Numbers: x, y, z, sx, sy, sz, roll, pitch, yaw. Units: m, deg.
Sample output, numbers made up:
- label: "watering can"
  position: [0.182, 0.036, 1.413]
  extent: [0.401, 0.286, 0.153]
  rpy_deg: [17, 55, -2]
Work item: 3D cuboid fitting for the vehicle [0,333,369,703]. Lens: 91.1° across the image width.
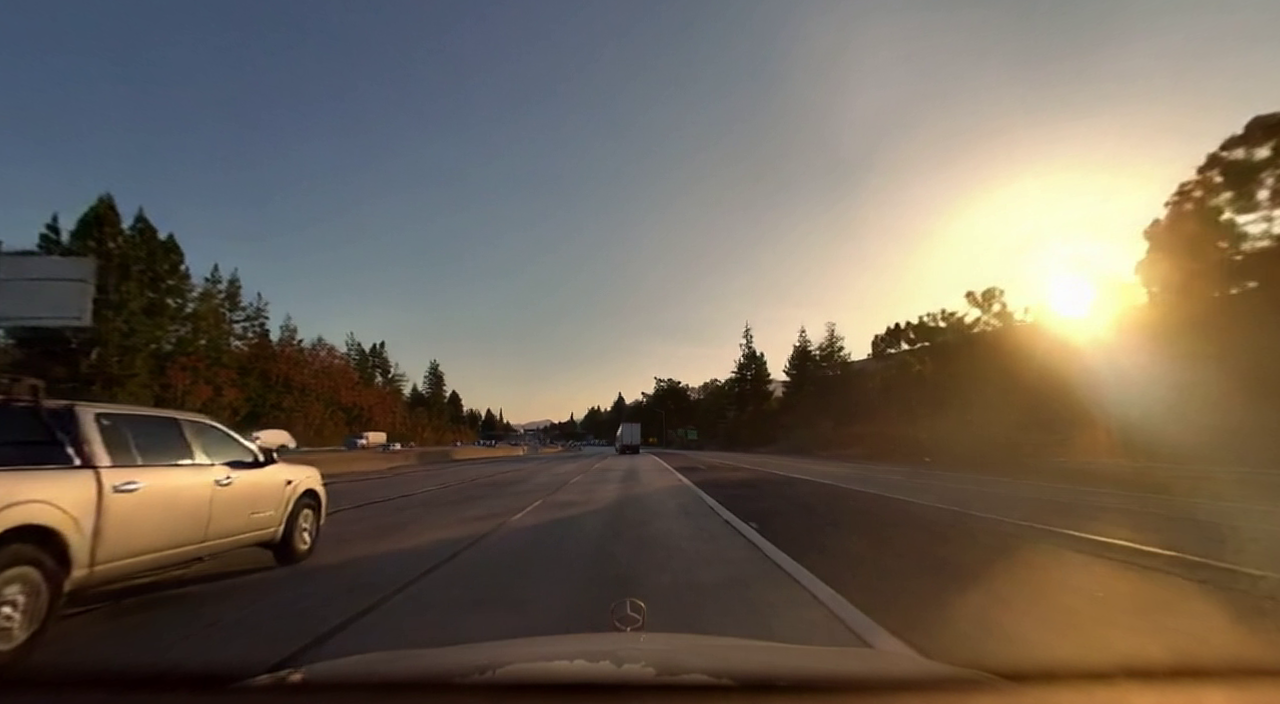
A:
- label: "vehicle"
  position: [-4.139, 0.973, 4.224]
  extent: [2.316, 1.731, 5.126]
  rpy_deg: [0, -8, 0]
